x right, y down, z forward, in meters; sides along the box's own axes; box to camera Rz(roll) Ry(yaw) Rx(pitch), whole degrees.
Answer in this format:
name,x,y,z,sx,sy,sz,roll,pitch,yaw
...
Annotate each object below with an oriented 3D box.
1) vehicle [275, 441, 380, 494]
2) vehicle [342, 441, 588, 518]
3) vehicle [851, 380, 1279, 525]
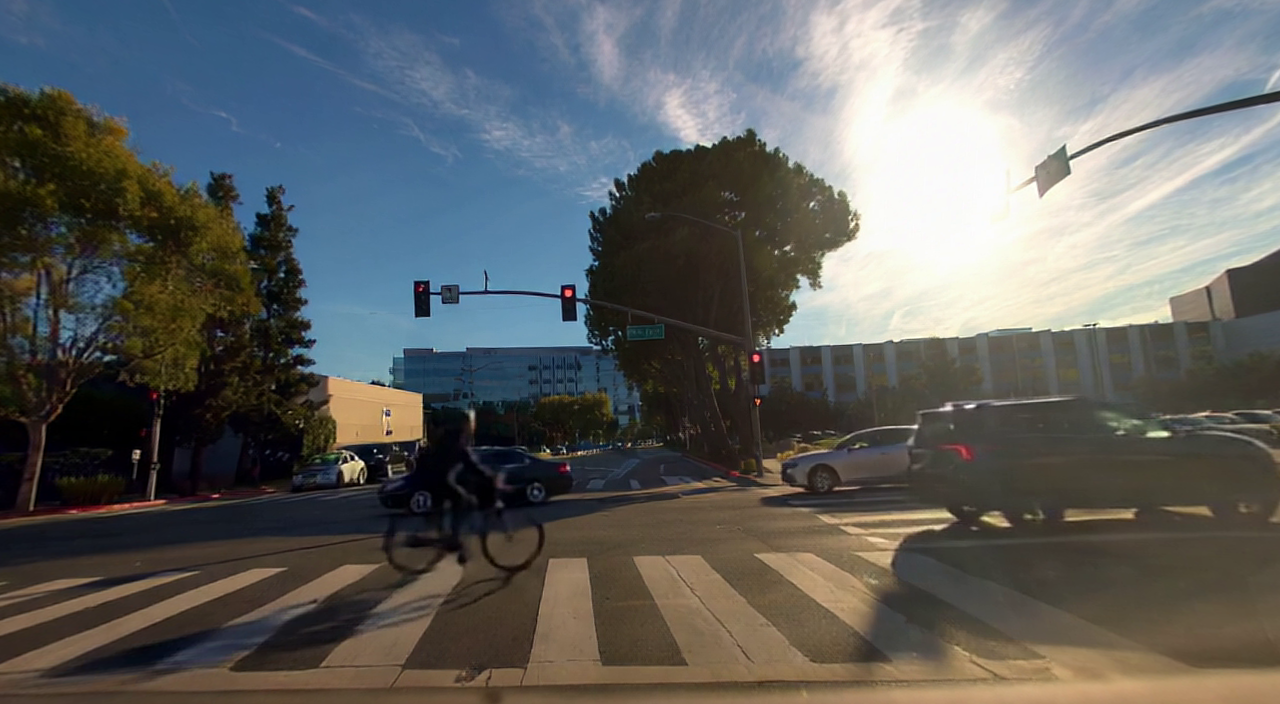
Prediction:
name,x,y,z,sx,sy,sz,roll,pitch,yaw
vehicle,-13.728,5.060,28.151,2.251,1.957,4.968,-4,-9,-1
vehicle,-3.424,2.553,13.002,4.533,1.419,1.755,1,-9,-10
vehicle,6.104,1.499,9.458,5.122,1.781,2.098,-2,-9,4
